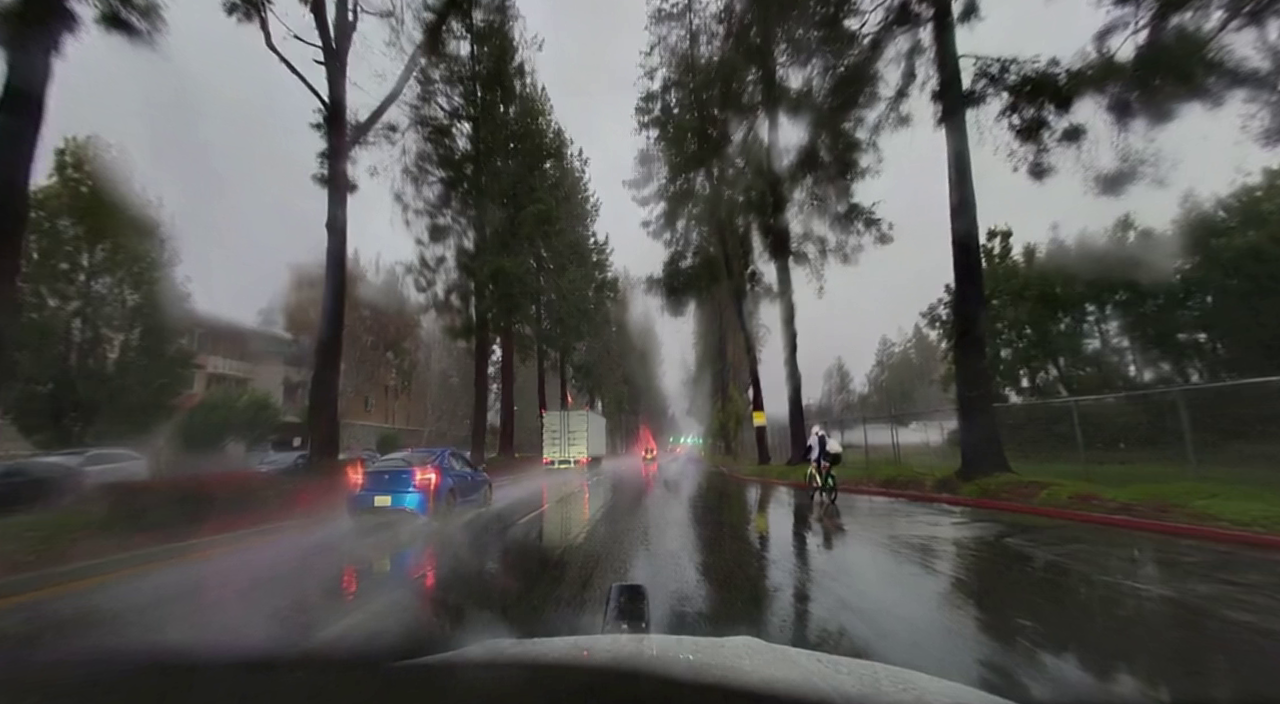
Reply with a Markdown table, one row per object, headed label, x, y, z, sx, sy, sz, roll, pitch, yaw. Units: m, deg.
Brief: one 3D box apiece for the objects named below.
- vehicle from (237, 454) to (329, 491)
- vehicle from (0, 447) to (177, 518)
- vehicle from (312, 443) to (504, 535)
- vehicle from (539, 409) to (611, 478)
| label | x | y | z | sx | sy | sz | roll | pitch | yaw |
| --- | --- | --- | --- | --- | --- | --- | --- | --- | --- |
| vehicle | -18.622 | 6.261 | 33.201 | 2.004 | 1.704 | 4.876 | 0 | -9 | 0 |
| vehicle | -18.555 | 4.138 | 20.811 | 2.091 | 1.968 | 5.809 | 0 | -9 | 0 |
| vehicle | -4.205 | 2.535 | 12.351 | 2.005 | 1.462 | 4.345 | -1 | -9 | 2 |
| vehicle | -3.324 | 5.034 | 34.640 | 2.746 | 3.276 | 8.572 | -1 | -9 | 2 |
